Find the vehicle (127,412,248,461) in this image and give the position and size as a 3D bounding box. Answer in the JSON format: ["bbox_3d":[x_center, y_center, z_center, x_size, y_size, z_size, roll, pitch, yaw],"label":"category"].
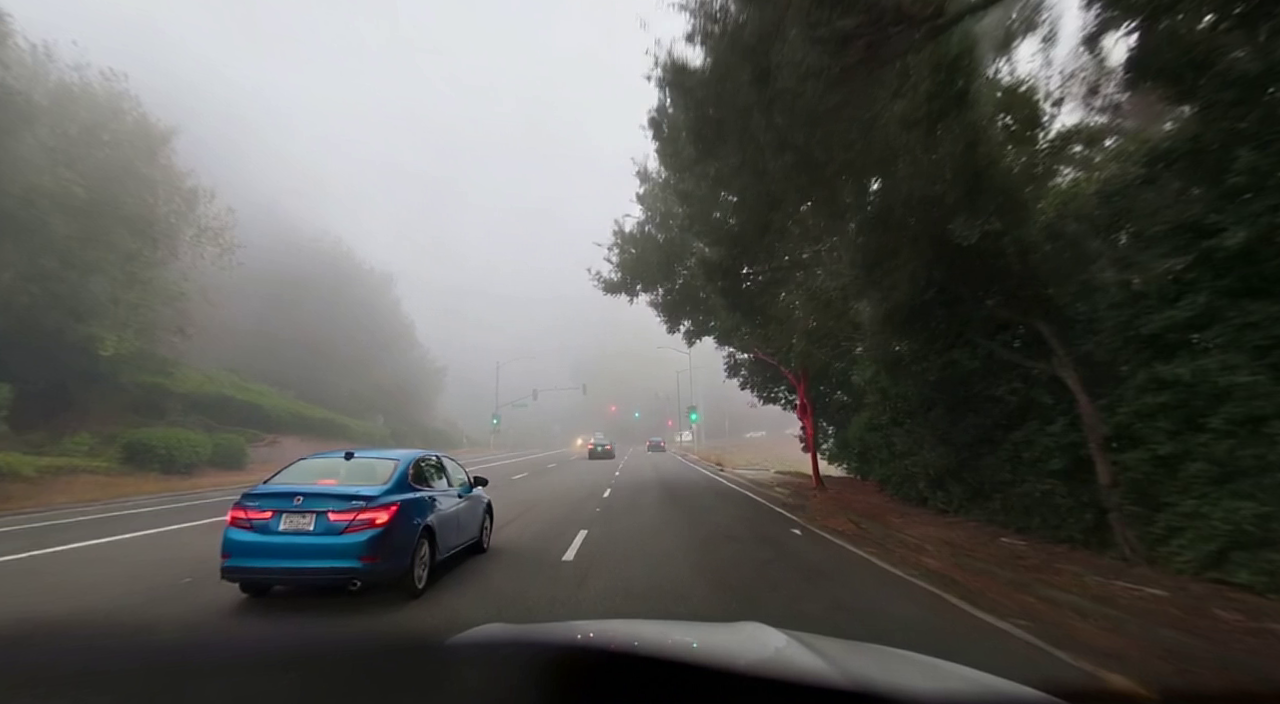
[{"bbox_3d":[-33.519,6.236,46.703,9.036,3.379,2.893,-3,-9,25],"label":"vehicle"}]
